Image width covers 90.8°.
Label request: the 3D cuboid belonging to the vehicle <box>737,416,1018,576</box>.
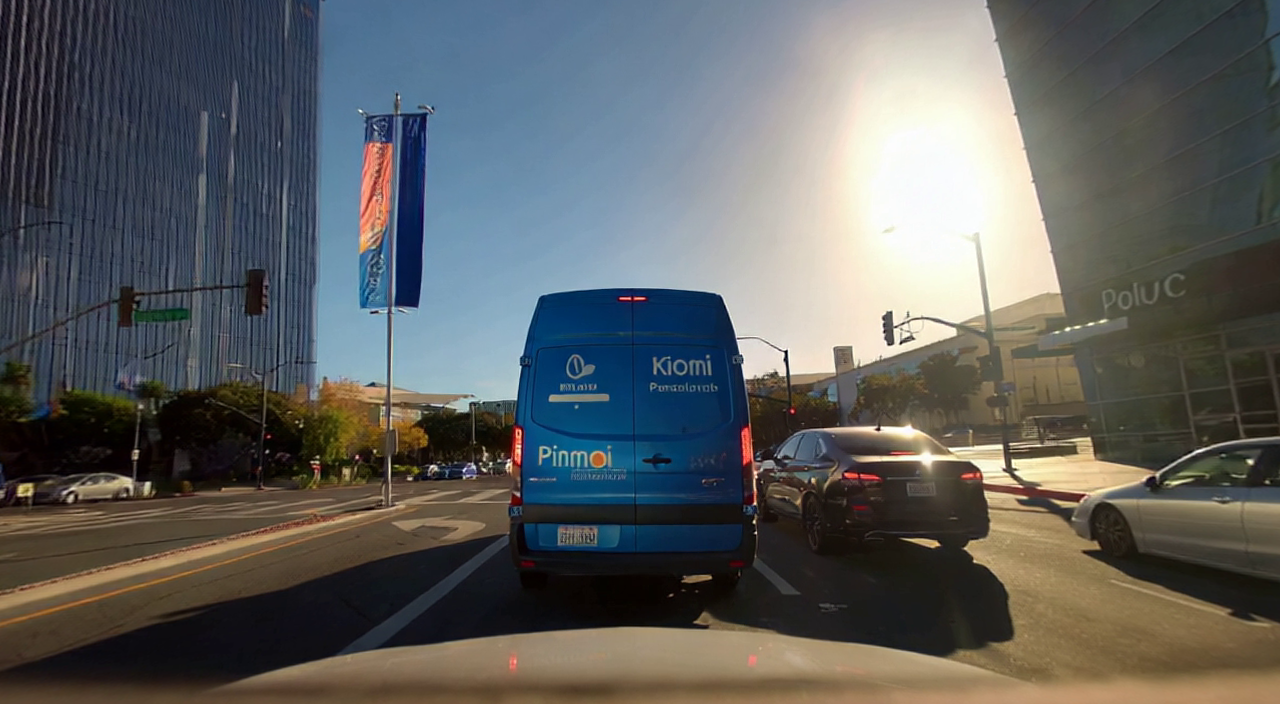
[{"bbox_3d":[2.883,1.862,9.041,2.183,1.676,4.506,0,-8,-1],"label":"vehicle"}]

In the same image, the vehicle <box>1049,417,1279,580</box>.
[{"bbox_3d":[7.533,1.582,7.004,1.963,1.669,4.678,3,-9,-20],"label":"vehicle"}]

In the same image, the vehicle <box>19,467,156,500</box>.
[{"bbox_3d":[-28.234,6.746,32.469,4.888,1.481,1.873,2,-9,-12],"label":"vehicle"}]

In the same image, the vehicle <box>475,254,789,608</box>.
[{"bbox_3d":[-0.032,1.168,9.106,2.613,3.035,7.342,0,-8,1],"label":"vehicle"}]
